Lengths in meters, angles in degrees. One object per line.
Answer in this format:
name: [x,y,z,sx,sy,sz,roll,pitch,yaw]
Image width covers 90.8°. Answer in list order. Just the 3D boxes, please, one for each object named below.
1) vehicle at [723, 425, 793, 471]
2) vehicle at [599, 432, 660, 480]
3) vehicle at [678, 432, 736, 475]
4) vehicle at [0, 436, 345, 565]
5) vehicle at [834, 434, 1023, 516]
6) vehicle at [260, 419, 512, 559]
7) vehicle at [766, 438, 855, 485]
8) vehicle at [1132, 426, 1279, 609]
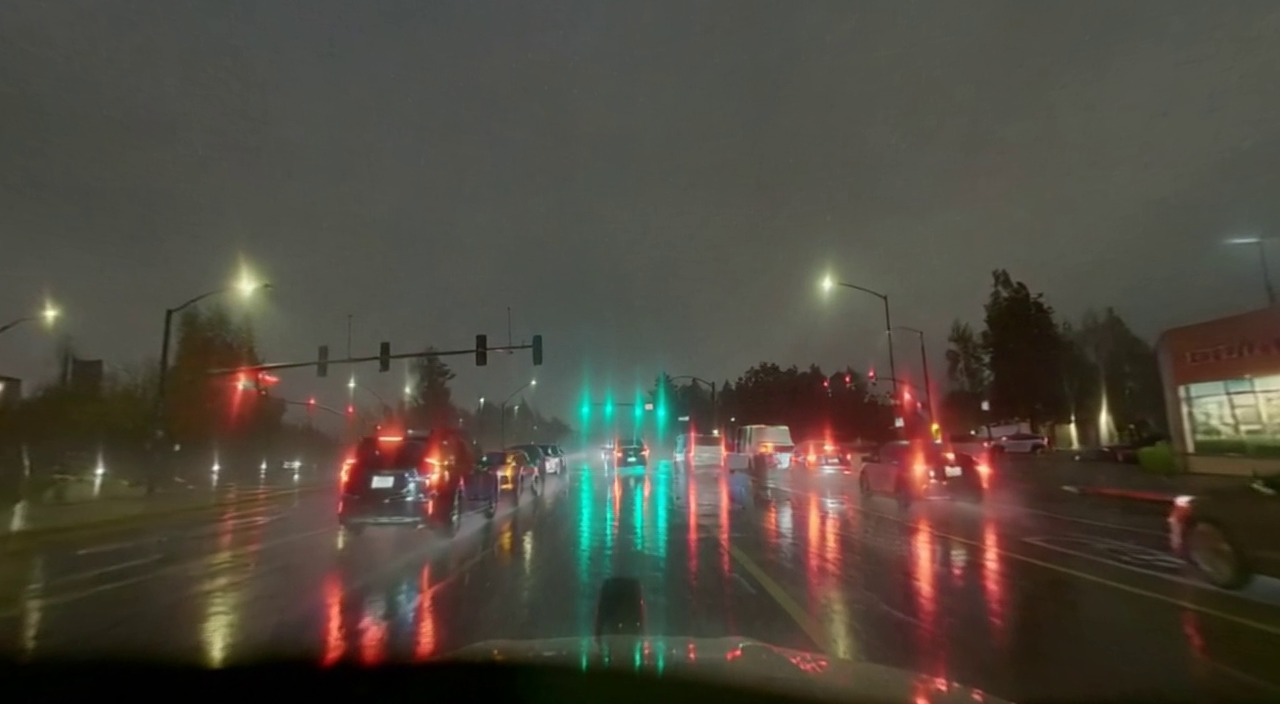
vehicle: [6.016,5.040,33.152,2.510,2.176,5.527,0,-8,-1]
vehicle: [-0.411,4.201,25.775,2.261,1.741,4.255,0,-8,-1]
vehicle: [2.934,4.578,28.738,2.018,1.779,4.338,0,-8,-2]
vehicle: [-6.485,2.034,9.509,1.989,1.459,4.439,0,-8,-1]
vehicle: [6.109,2.642,14.169,1.969,1.502,4.663,0,-8,-1]
vehicle: [-3.444,1.936,9.669,2.063,1.625,4.290,0,-8,0]
vehicle: [6.079,3.935,23.095,1.884,1.522,4.557,0,-8,-1]
vehicle: [6.135,1.207,4.288,2.017,1.453,4.497,0,-8,1]
